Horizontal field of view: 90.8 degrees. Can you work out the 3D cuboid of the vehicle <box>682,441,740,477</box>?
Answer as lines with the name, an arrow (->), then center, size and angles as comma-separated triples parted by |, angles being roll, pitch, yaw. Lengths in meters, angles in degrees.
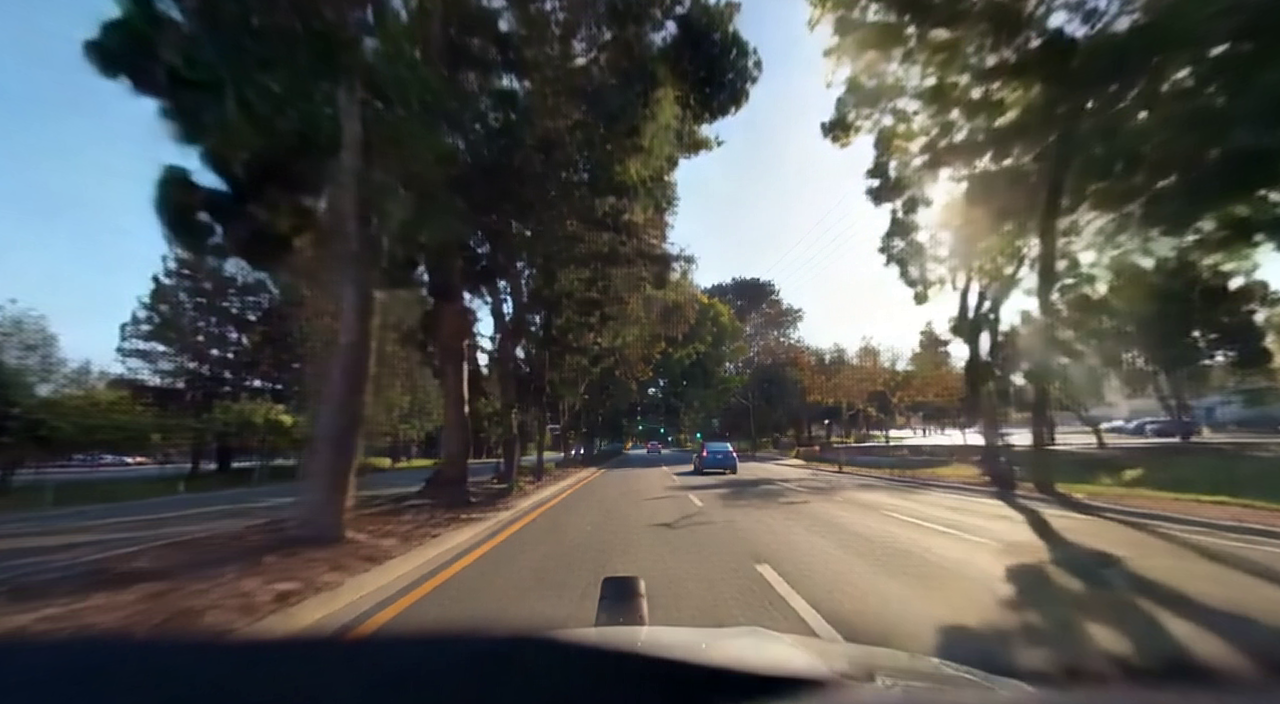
vehicle -> 3.110, 4.792, 28.561 | 2.056, 1.483, 4.091 | 0, -8, -1
